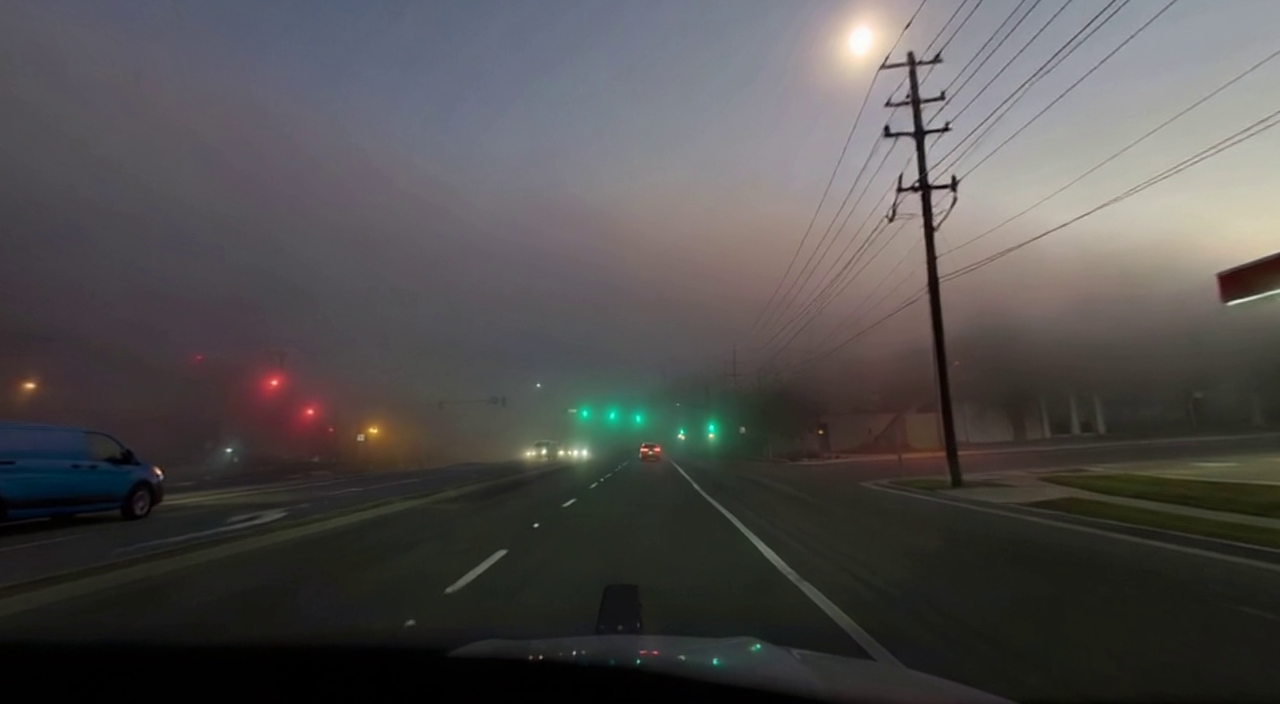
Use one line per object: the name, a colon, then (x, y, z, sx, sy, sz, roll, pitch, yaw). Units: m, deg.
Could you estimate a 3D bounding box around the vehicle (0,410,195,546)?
vehicle: (-9.840, 1.904, 9.816, 2.149, 1.848, 4.961, 0, -8, 1)
